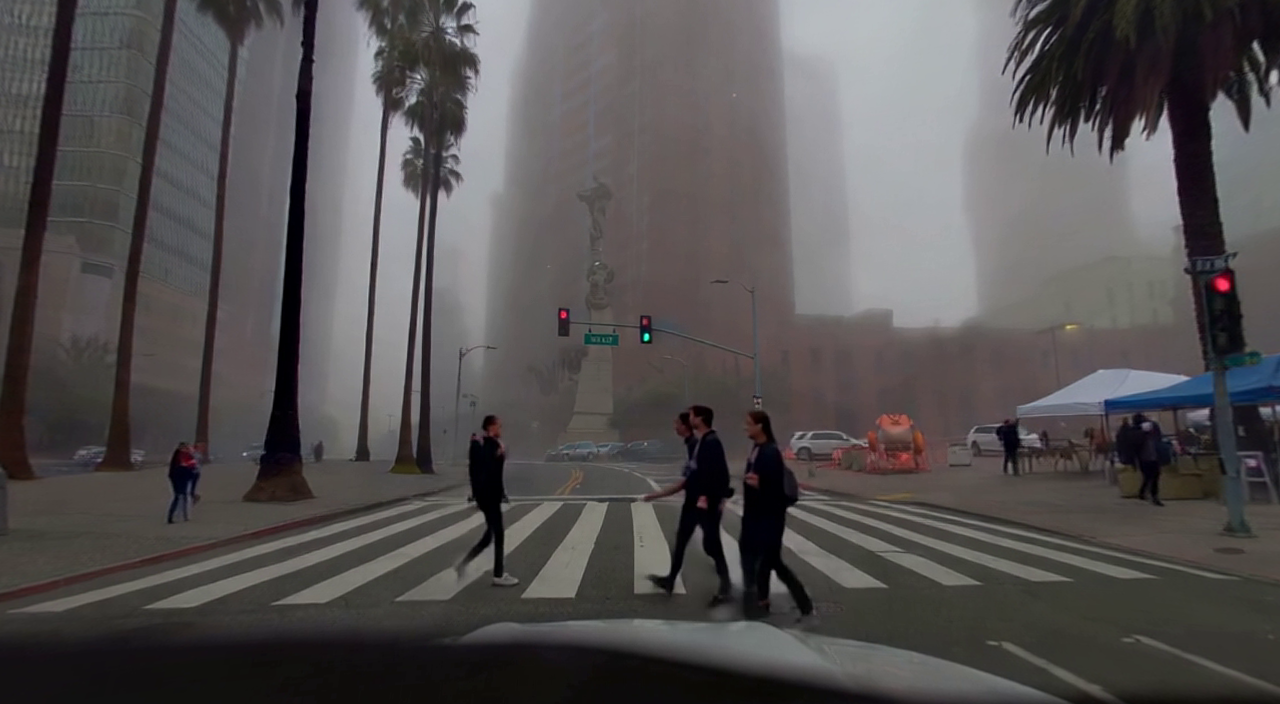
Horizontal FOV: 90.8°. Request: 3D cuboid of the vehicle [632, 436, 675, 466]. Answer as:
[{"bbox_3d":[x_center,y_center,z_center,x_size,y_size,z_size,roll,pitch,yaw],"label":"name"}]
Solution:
[{"bbox_3d":[0.904,7.276,46.556,2.322,2.071,5.366,1,-9,-9],"label":"vehicle"}]
